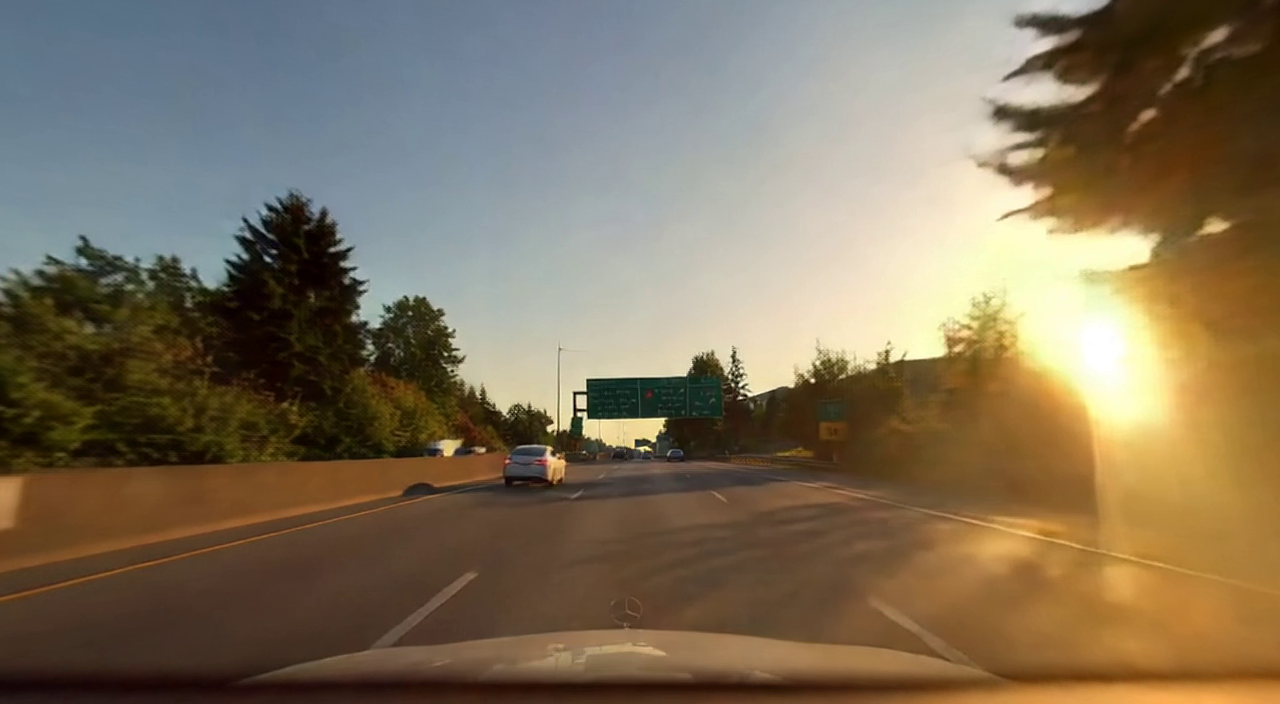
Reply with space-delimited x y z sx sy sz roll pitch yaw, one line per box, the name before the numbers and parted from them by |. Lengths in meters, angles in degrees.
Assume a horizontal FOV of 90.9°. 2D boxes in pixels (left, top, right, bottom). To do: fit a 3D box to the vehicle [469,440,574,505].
vehicle | -3.066 3.221 17.243 1.936 1.545 4.116 0 -9 2
